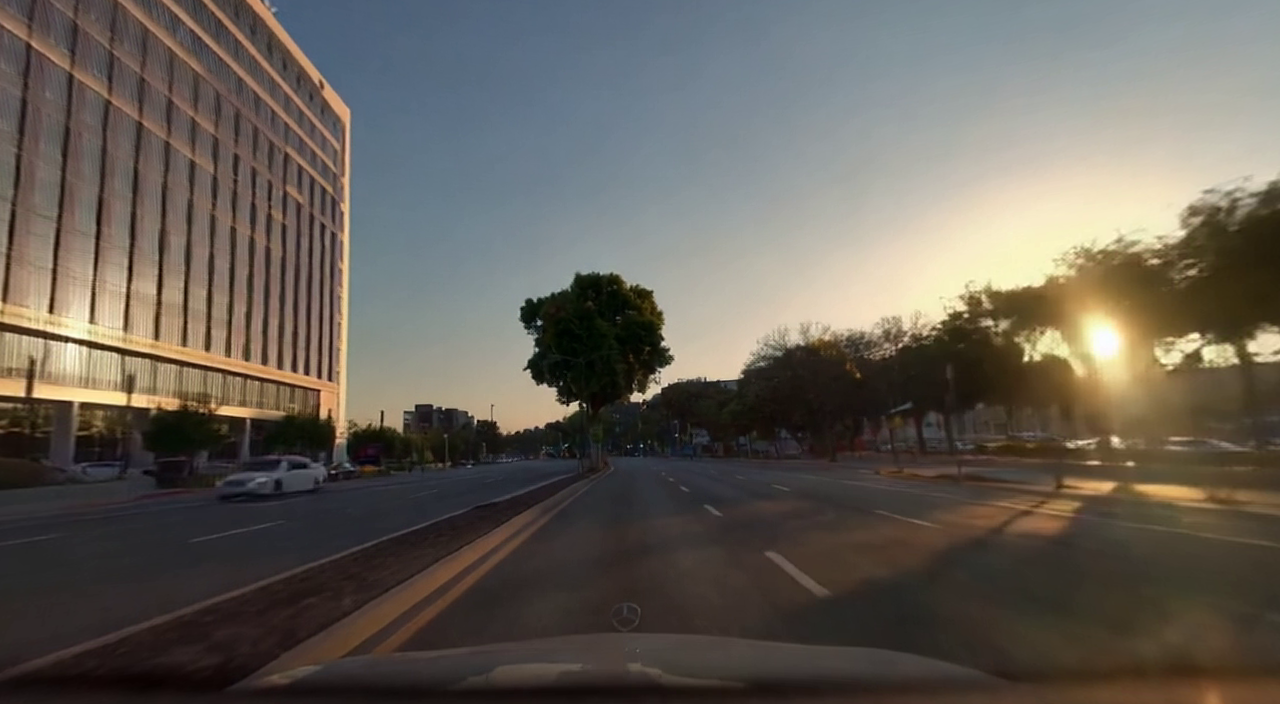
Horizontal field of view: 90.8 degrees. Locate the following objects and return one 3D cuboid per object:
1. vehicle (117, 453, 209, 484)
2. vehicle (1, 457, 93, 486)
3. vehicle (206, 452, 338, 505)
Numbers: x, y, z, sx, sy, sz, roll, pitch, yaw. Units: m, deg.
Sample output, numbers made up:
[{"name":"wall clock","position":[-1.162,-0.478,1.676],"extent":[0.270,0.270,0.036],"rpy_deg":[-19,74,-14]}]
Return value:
[{"name":"vehicle","position":[-32.432,7.914,43.045],"extent":[4.404,1.866,2.130],"rpy_deg":[-1,-9,-3]},{"name":"vehicle","position":[-37.585,7.546,40.117],"extent":[3.784,1.690,1.899],"rpy_deg":[-1,-8,-2]},{"name":"vehicle","position":[-12.884,4.411,22.526],"extent":[2.036,1.590,4.495],"rpy_deg":[0,-8,-1]}]
